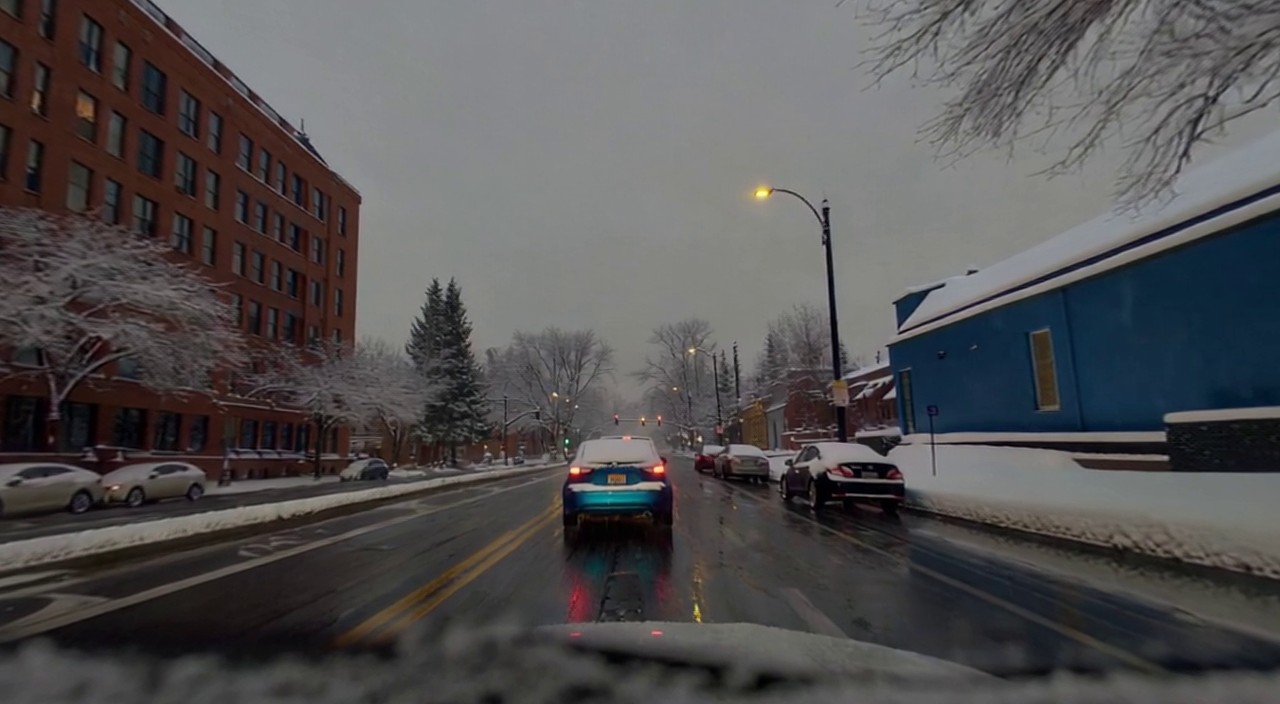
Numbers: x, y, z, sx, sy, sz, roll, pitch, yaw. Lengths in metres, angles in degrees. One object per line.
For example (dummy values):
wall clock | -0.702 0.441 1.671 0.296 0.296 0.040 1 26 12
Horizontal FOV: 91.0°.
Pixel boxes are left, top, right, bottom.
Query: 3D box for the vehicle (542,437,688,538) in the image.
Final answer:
vehicle | -0.383 2.399 11.754 2.230 1.518 4.113 0 -9 0

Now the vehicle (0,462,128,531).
vehicle | -17.613 4.068 18.054 1.909 1.658 4.559 0 -9 1

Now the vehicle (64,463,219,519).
vehicle | -18.013 5.002 23.110 2.011 1.727 4.449 1 -9 0

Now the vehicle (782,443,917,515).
vehicle | 4.918 3.012 15.455 1.832 1.491 4.054 1 -9 -1
